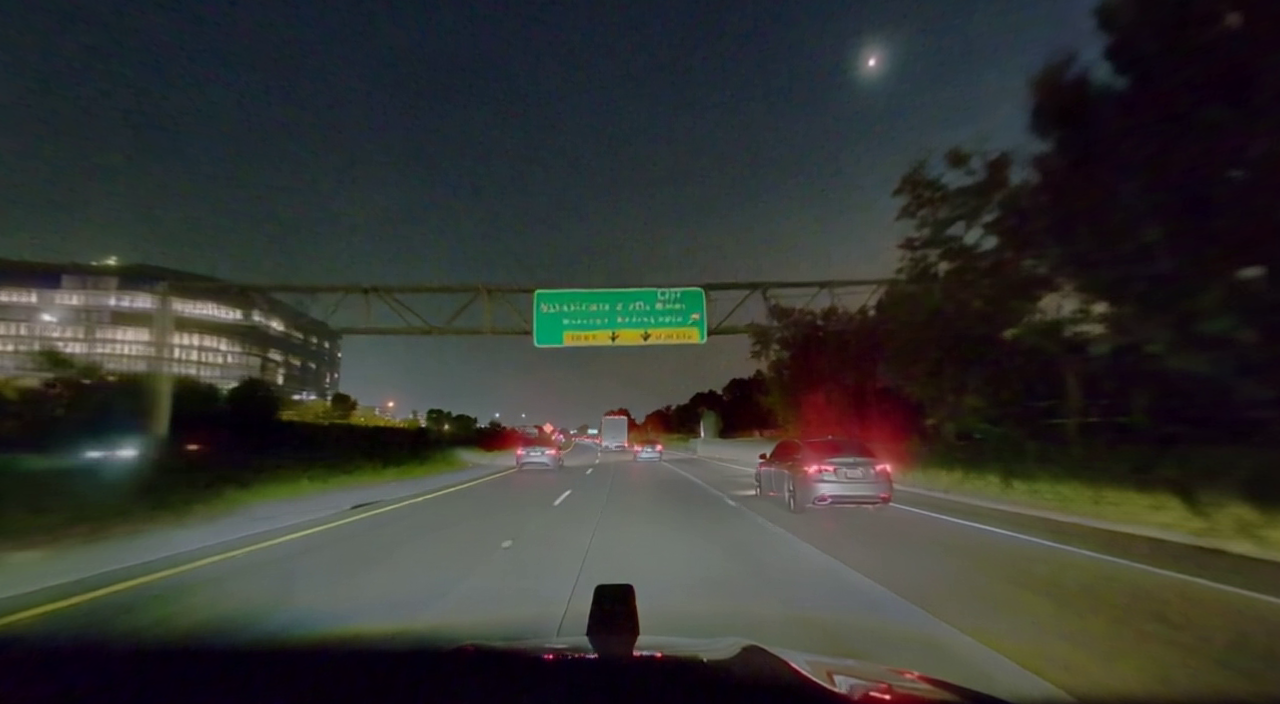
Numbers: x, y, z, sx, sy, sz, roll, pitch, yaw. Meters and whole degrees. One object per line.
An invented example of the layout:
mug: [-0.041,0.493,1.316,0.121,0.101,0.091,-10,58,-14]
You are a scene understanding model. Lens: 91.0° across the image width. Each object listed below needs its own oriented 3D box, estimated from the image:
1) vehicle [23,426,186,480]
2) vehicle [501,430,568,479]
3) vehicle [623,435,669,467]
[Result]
vehicle: [-17.076,3.233,20.382,1.853,1.517,3.978,0,-8,-2]
vehicle: [-4.139,4.080,25.345,2.080,1.733,4.410,0,-8,-2]
vehicle: [0.263,5.519,35.263,2.078,1.608,3.982,0,-8,-6]
